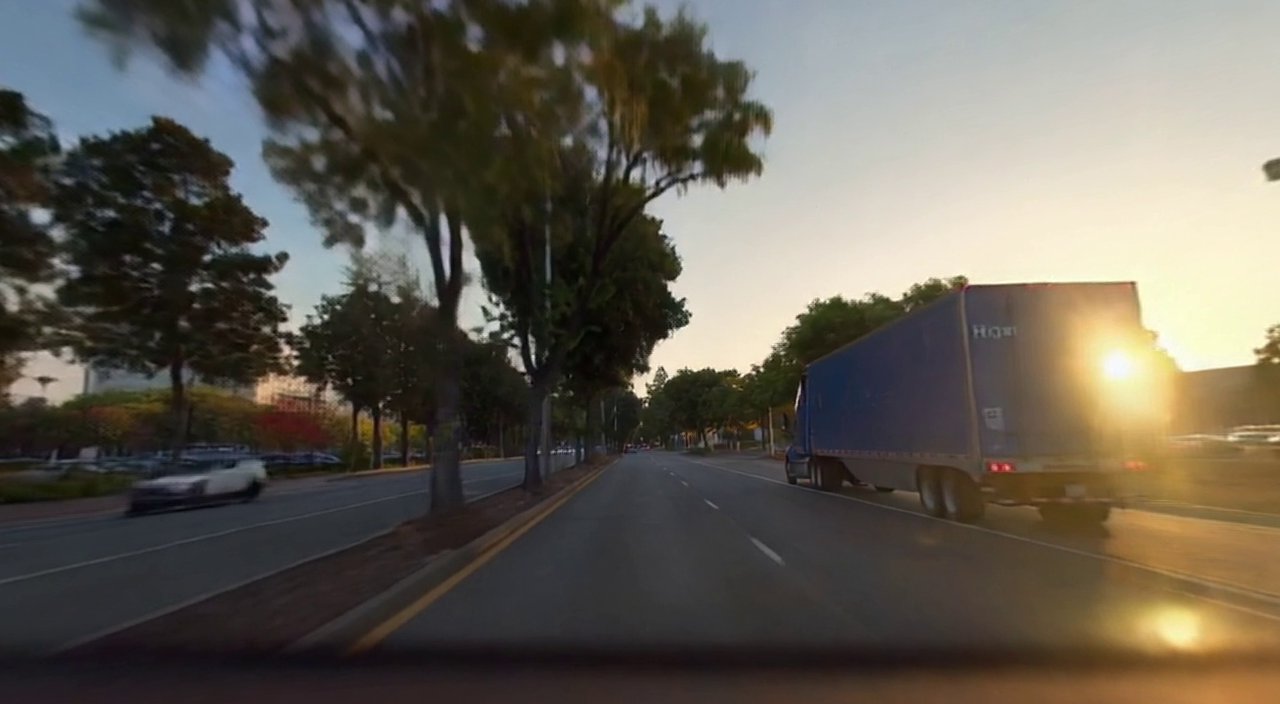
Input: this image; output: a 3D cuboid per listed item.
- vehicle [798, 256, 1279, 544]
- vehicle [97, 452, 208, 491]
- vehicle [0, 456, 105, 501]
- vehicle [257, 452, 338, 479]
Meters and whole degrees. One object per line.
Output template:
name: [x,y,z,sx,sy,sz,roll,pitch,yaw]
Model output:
vehicle: [6.659,1.415,14.049,3.120,3.794,11.510,0,-9,-1]
vehicle: [-26.112,6.434,34.164,2.090,1.772,5.499,-3,-10,-5]
vehicle: [-27.970,5.743,29.077,2.037,1.764,5.556,0,-9,-4]
vehicle: [-25.446,8.404,47.038,4.900,1.808,2.103,7,-11,-39]
